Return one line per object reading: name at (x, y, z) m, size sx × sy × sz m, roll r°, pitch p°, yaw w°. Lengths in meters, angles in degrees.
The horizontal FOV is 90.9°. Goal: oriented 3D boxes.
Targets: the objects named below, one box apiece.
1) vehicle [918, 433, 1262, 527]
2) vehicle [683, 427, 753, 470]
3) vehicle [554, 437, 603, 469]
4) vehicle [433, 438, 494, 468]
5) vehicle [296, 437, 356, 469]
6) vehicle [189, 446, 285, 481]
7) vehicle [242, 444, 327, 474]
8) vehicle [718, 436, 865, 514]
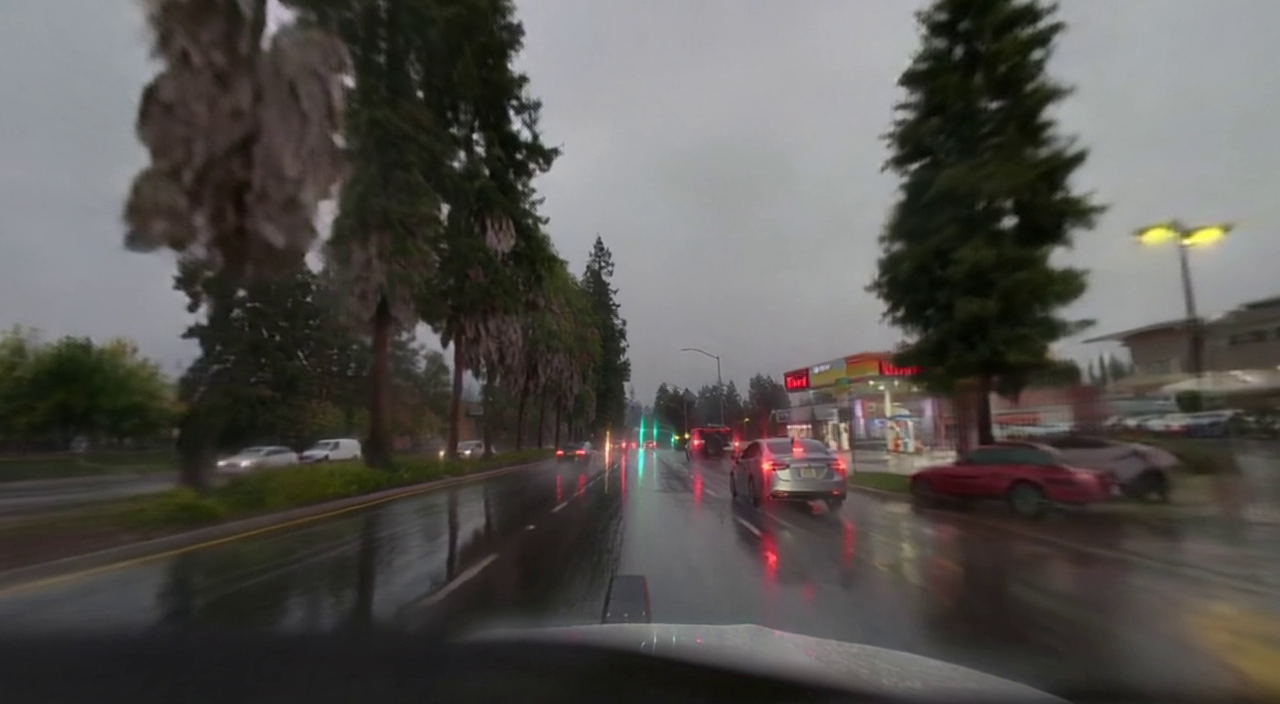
vehicle at (7.608, 2.197, 11.269) m, size 4.514 × 1.425 × 1.937 m, roll -2°, pitch -9°, yaw 15°
vehicle at (4.256, 5.450, 35.769) m, size 3.245 × 2.199 × 6.295 m, roll 0°, pitch -8°, yaw 1°
vehicle at (-3.446, 5.752, 35.983) m, size 2.250 × 1.713 × 4.422 m, roll 0°, pitch -8°, yaw 1°
vehicle at (-11.098, 6.418, 40.091) m, size 2.141 × 1.751 × 5.451 m, roll 0°, pitch -8°, yaw 1°
vehicle at (-24.282, 7.835, 48.979) m, size 2.254 × 2.335 × 4.297 m, roll 0°, pitch -8°, yaw 2°
vehicle at (-21.256, 5.882, 33.476) m, size 1.957 × 1.702 × 4.544 m, roll 0°, pitch -8°, yaw 2°
vehicle at (-24.293, 7.304, 43.398) m, size 2.341 × 1.896 × 5.876 m, roll 0°, pitch -8°, yaw 1°
vehicle at (3.189, 2.711, 14.433) m, size 2.095 × 1.475 × 4.686 m, roll 0°, pitch -8°, yaw -1°
